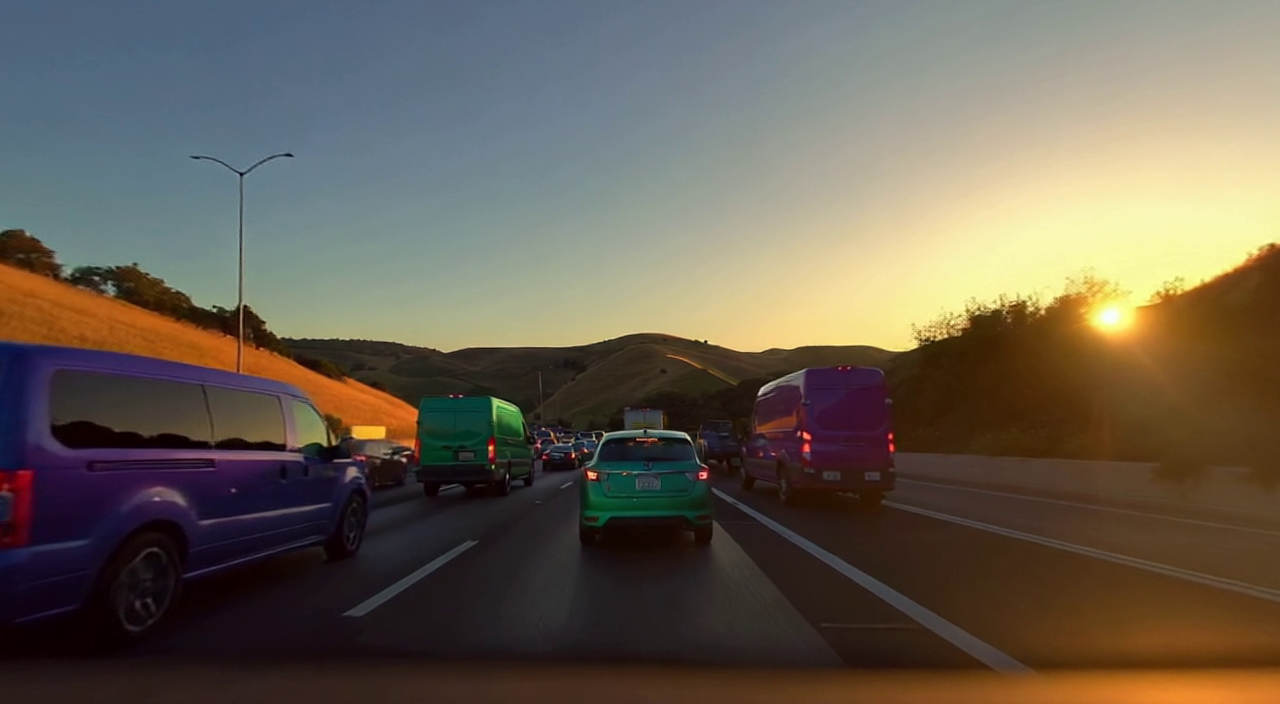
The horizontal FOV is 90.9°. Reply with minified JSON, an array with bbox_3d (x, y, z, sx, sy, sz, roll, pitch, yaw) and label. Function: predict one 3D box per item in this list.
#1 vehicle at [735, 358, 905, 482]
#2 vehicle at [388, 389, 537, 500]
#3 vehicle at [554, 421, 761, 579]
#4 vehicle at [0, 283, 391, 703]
[{"bbox_3d":[6.485,2.937,25.405,2.977,3.878,11.111,0,-8,-3],"label":"vehicle"},{"bbox_3d":[-4.505,2.520,17.253,2.300,2.522,5.701,-1,-8,1],"label":"vehicle"},{"bbox_3d":[0.116,1.719,8.124,2.003,1.499,3.930,0,-8,-2],"label":"vehicle"},{"bbox_3d":[-4.244,1.007,5.079,2.195,2.086,5.445,0,-8,0],"label":"vehicle"}]
